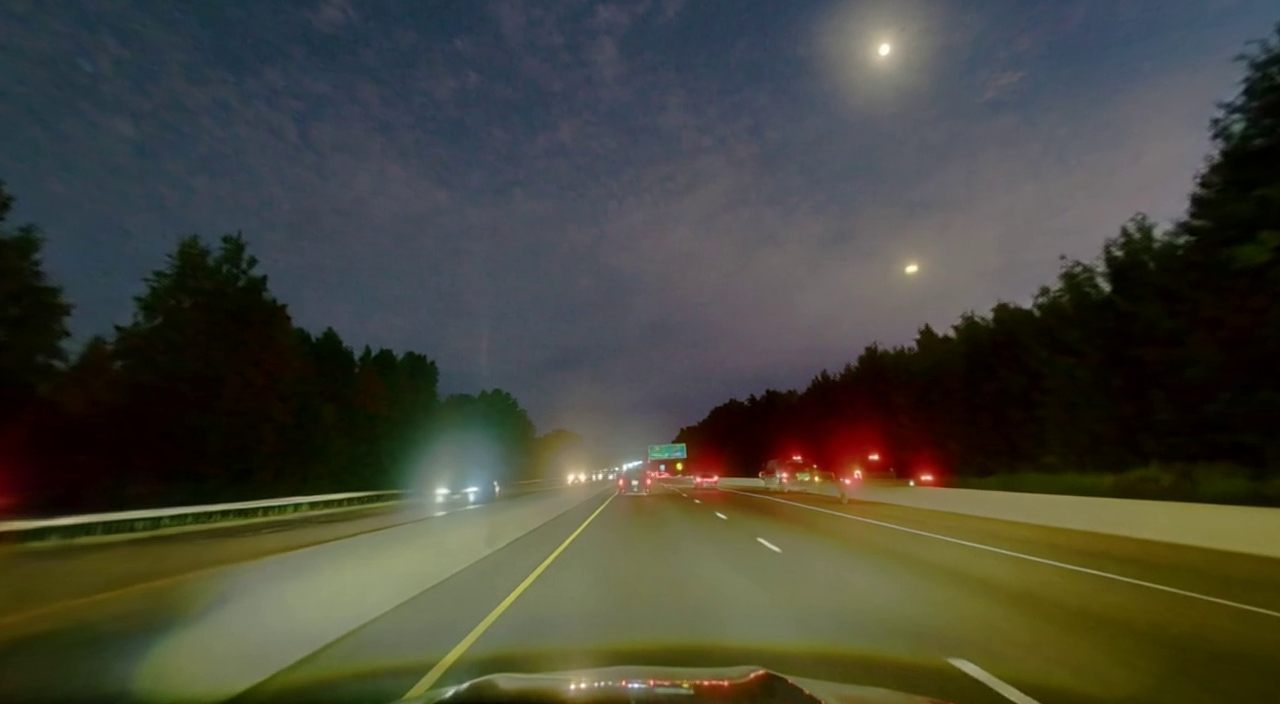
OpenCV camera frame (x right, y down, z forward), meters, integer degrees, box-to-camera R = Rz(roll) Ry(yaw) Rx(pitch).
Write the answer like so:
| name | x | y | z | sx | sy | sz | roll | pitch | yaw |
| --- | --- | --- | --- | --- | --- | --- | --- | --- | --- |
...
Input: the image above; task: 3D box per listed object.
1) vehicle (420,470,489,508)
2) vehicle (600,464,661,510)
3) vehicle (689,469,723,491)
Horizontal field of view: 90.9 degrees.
| name | x | y | z | sx | sy | sz | roll | pitch | yaw |
| --- | --- | --- | --- | --- | --- | --- | --- | --- | --- |
| vehicle | -7.908 | 5.848 | 27.205 | 1.780 | 1.447 | 3.670 | 1 | -10 | 1 |
| vehicle | -0.335 | 4.884 | 23.043 | 2.060 | 1.473 | 3.726 | 1 | -10 | -1 |
| vehicle | 4.703 | 9.210 | 45.605 | 1.974 | 1.476 | 4.119 | 1 | -10 | 0 |
